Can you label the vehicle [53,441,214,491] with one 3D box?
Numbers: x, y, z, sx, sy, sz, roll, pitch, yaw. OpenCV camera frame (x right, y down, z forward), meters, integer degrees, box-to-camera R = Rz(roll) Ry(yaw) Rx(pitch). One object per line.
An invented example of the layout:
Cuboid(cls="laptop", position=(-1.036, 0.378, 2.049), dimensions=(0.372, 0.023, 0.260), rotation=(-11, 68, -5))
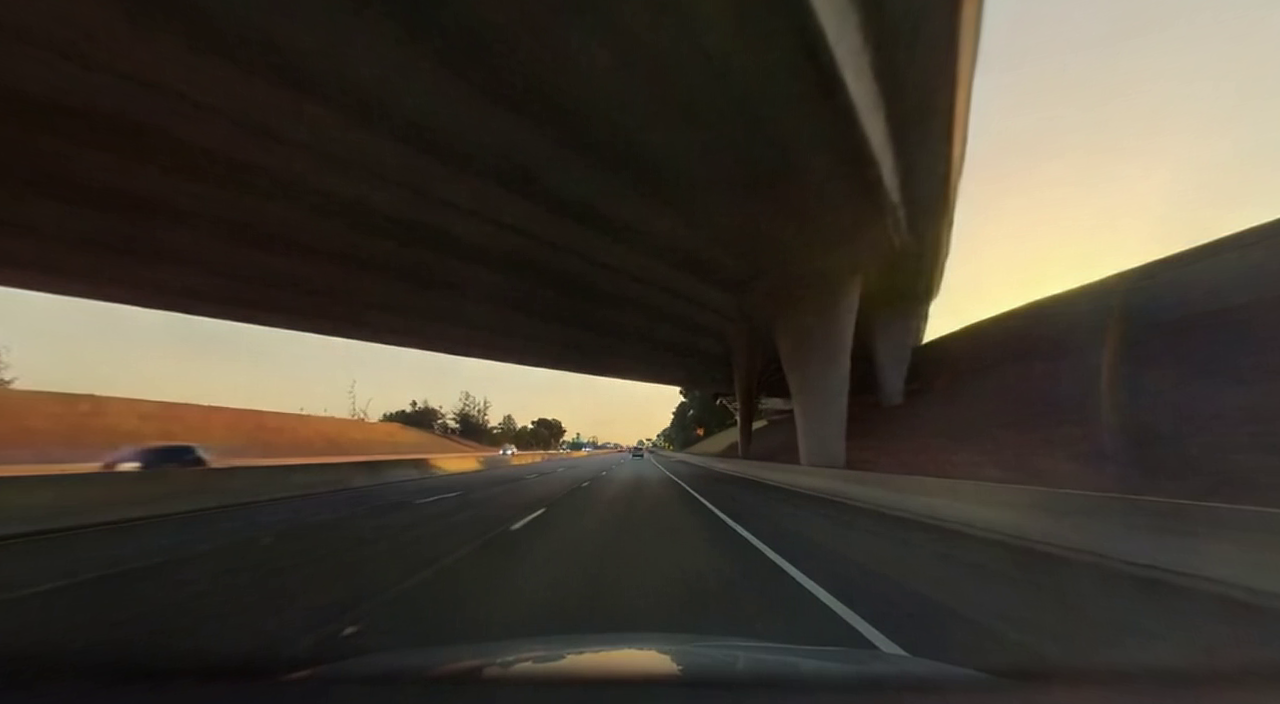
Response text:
Cuboid(cls="vehicle", position=(-19.975, 4.502, 25.278), dimensions=(2.080, 1.759, 5.207), rotation=(0, -9, 0))
